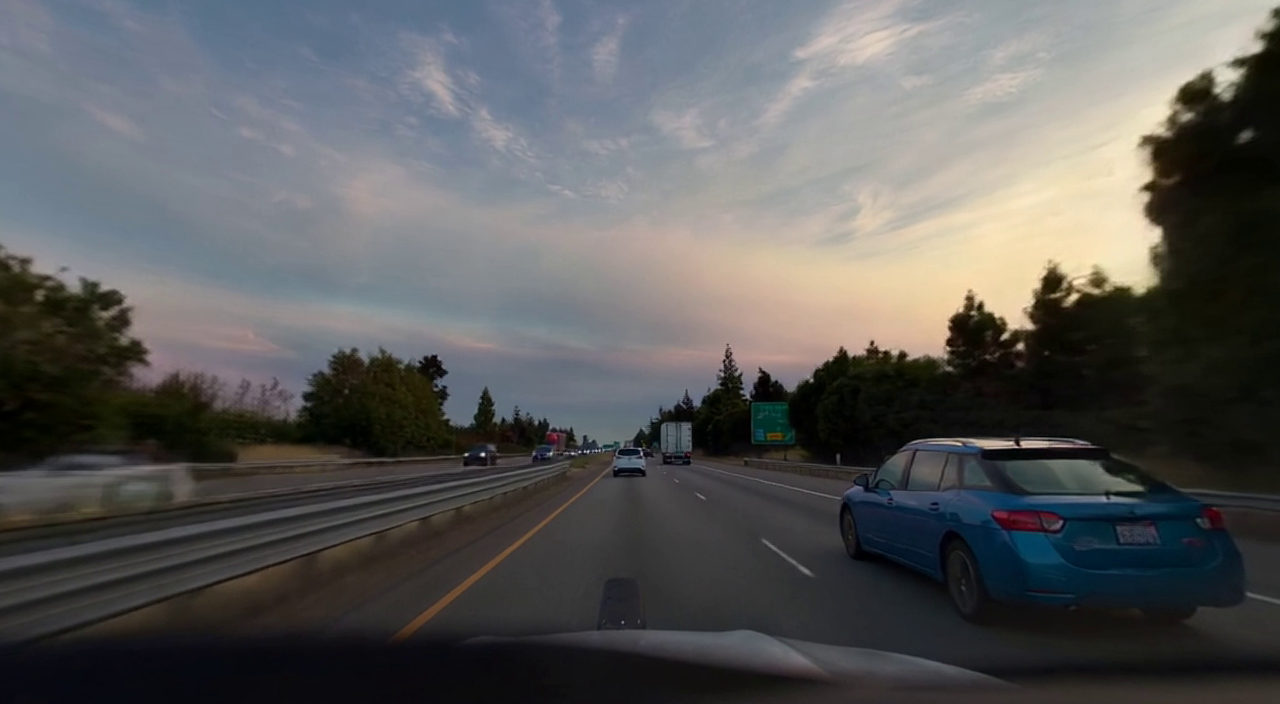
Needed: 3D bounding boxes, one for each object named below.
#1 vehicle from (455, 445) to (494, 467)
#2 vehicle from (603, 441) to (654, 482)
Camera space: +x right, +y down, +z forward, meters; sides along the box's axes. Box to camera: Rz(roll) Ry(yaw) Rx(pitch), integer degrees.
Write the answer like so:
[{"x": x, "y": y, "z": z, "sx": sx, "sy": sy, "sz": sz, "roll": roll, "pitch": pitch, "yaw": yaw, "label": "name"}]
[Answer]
[{"x": -12.815, "y": 8.099, "z": 49.097, "sx": 1.893, "sy": 1.583, "sz": 4.236, "roll": 0, "pitch": -9, "yaw": -1, "label": "vehicle"}, {"x": -0.523, "y": 4.994, "z": 28.893, "sx": 2.190, "sy": 1.706, "sz": 4.062, "roll": 0, "pitch": -9, "yaw": -1, "label": "vehicle"}]
